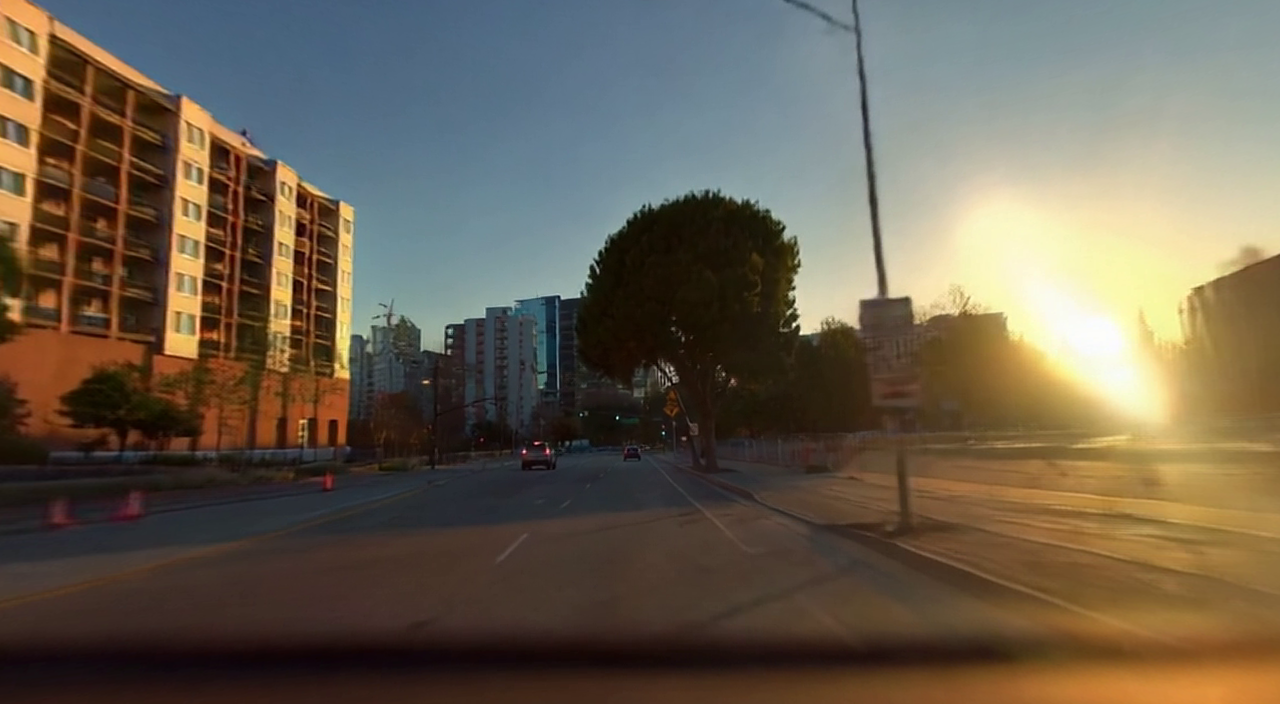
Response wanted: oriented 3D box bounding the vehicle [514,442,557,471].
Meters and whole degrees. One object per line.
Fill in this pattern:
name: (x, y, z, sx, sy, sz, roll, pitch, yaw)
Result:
vehicle: (-6.500, 6.565, 39.735, 2.076, 1.724, 4.188, 0, -9, -2)
